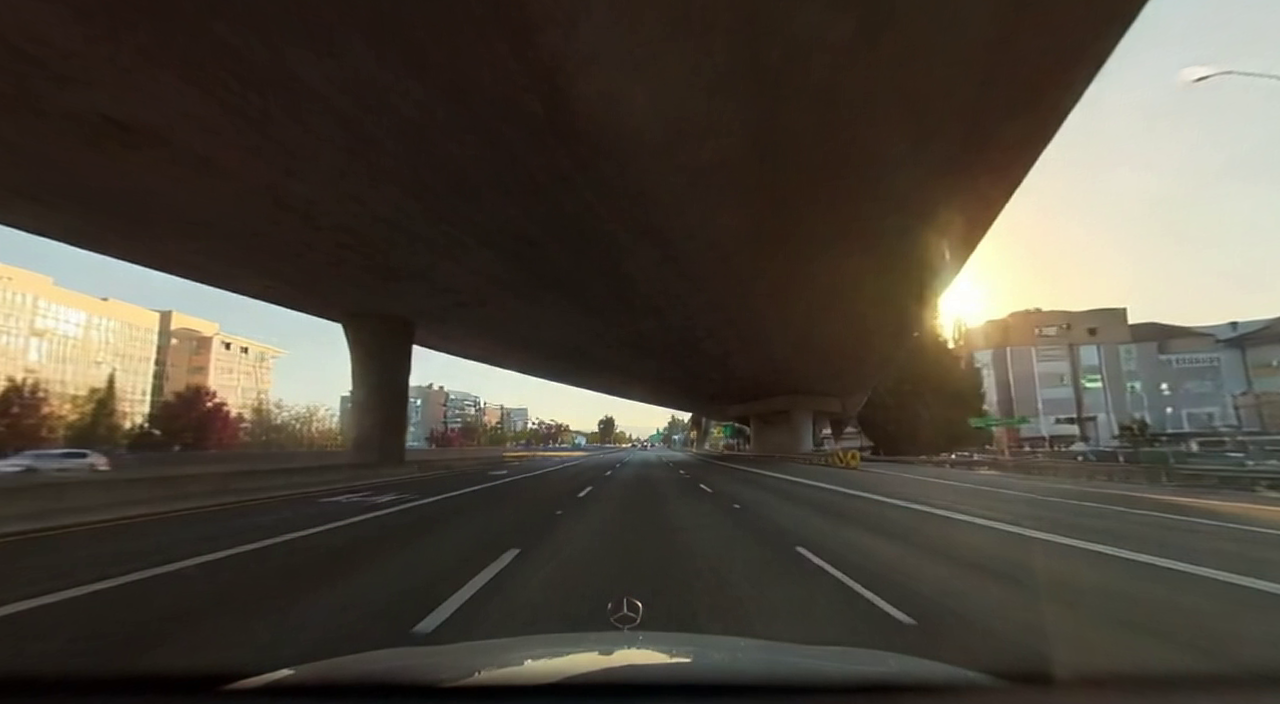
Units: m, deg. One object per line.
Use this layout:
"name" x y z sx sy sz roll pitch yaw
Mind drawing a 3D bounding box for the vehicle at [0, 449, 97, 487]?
"vehicle" -27.336 5.097 28.053 1.927 1.517 4.739 0 -9 2
